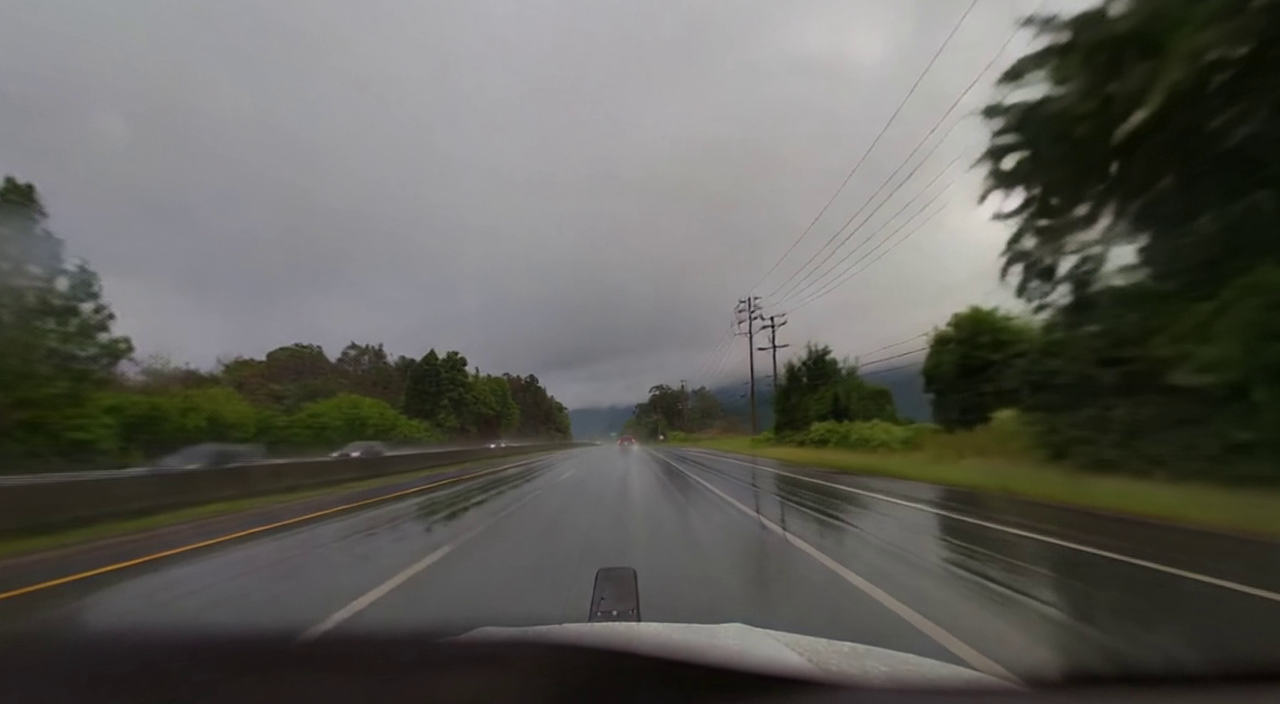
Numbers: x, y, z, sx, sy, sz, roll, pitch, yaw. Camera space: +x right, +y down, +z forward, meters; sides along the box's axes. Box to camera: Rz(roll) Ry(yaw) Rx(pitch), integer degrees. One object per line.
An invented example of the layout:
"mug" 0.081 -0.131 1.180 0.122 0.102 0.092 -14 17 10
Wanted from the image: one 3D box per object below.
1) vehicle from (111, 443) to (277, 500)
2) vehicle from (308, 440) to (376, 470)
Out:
"vehicle" -12.953 3.444 18.691 1.817 1.451 4.292 0 -8 -1
"vehicle" -17.456 6.015 37.140 1.962 1.590 4.258 -1 -8 -1
